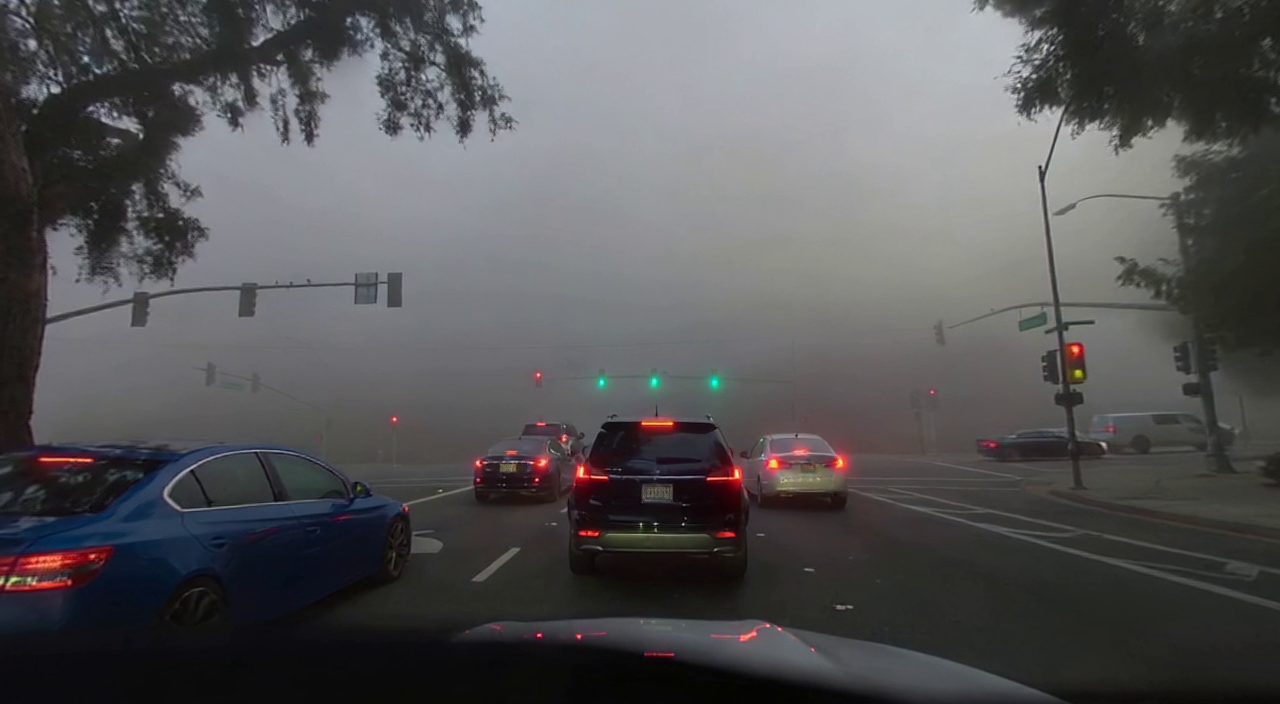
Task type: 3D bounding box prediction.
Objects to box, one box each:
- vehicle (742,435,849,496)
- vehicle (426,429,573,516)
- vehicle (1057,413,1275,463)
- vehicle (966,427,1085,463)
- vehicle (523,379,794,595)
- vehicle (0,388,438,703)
[{"bbox_3d":[4.109,3.058,17.334,1.979,1.453,4.011,0,-8,1],"label":"vehicle"},{"bbox_3d":[-2.678,2.394,13.054,1.851,1.502,4.042,0,-8,4],"label":"vehicle"},{"bbox_3d":[23.078,3.816,28.031,6.879,1.984,2.808,-2,-7,7],"label":"vehicle"},{"bbox_3d":[17.513,4.254,28.858,4.026,1.573,2.271,-2,-9,11],"label":"vehicle"},{"bbox_3d":[0.211,1.465,7.635,2.300,1.832,4.331,0,-8,2],"label":"vehicle"},{"bbox_3d":[-3.218,1.193,4.386,1.958,1.494,4.624,0,-8,2],"label":"vehicle"}]
